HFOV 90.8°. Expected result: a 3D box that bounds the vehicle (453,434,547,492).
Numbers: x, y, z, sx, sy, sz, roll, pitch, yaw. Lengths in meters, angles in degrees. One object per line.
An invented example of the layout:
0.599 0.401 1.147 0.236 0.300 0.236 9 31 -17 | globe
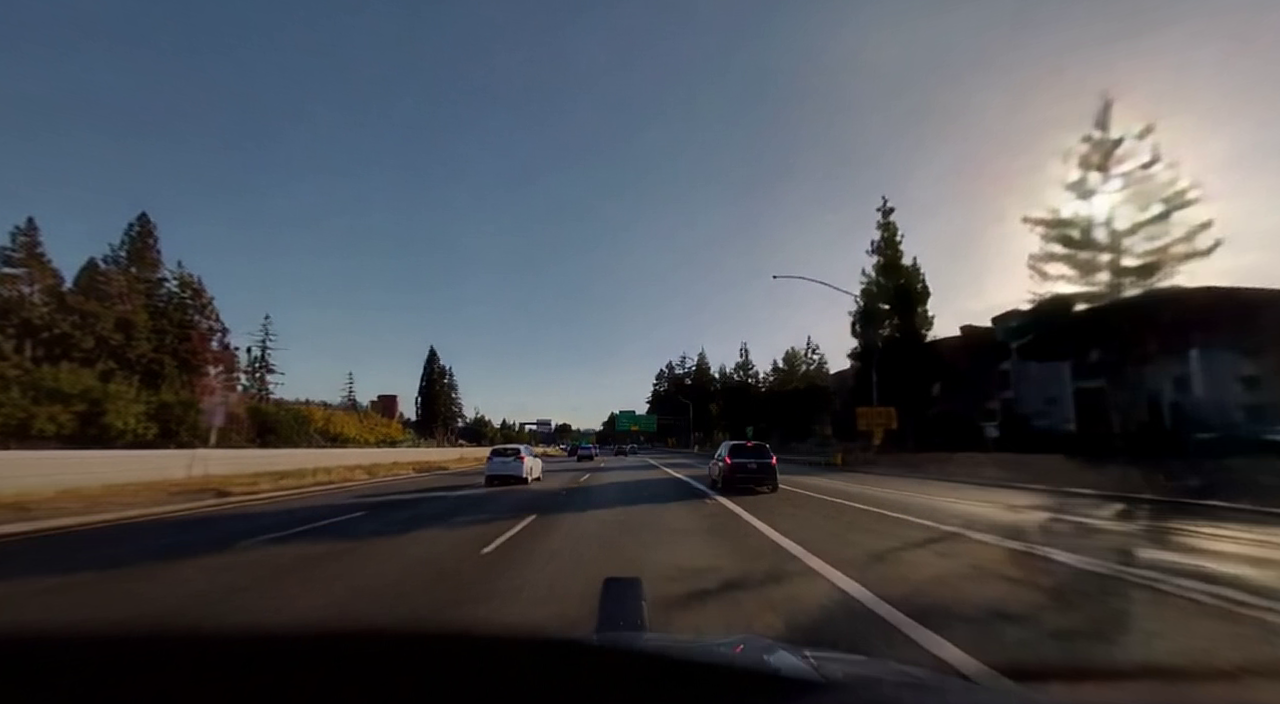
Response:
-4.728 3.821 22.146 2.176 1.779 4.755 0 -8 0 | vehicle

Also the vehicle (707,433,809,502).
3.155 3.180 17.856 1.997 1.686 4.247 0 -8 -1 | vehicle
